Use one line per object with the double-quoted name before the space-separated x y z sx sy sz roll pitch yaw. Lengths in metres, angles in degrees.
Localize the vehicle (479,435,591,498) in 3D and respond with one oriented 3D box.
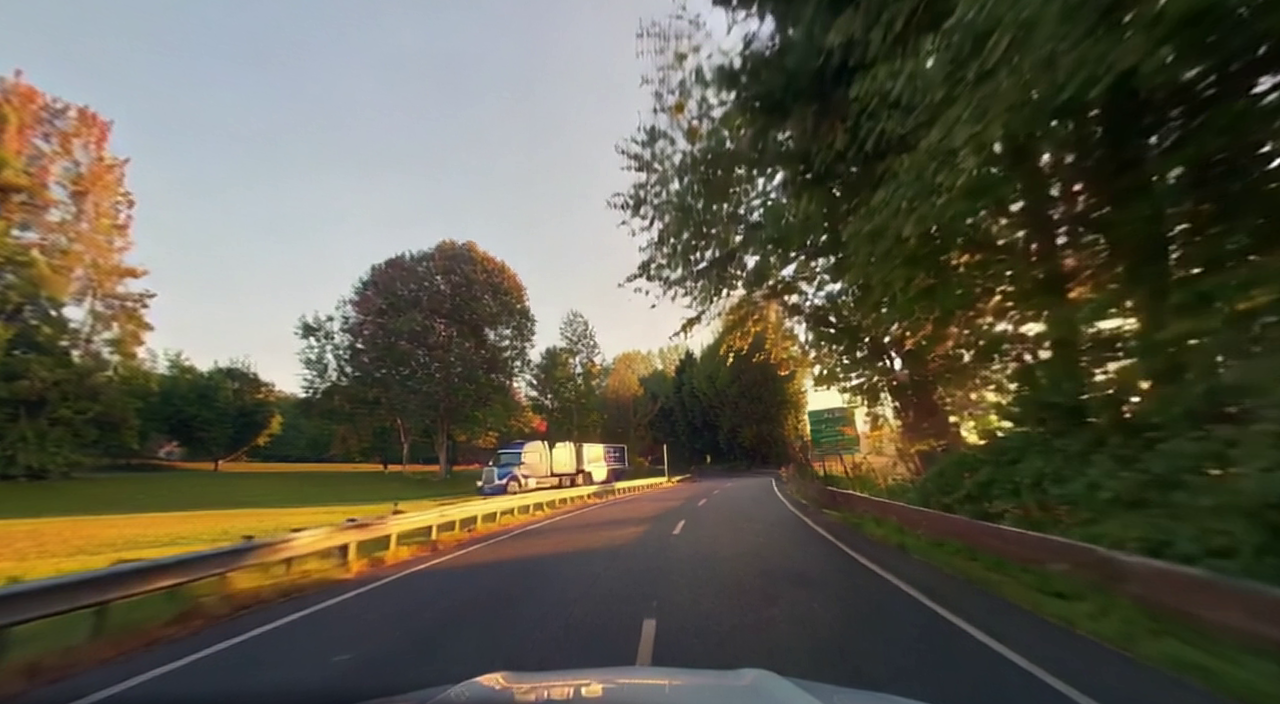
"vehicle" -7.771 8.825 48.460 2.952 4.284 9.811 -6 -12 29
